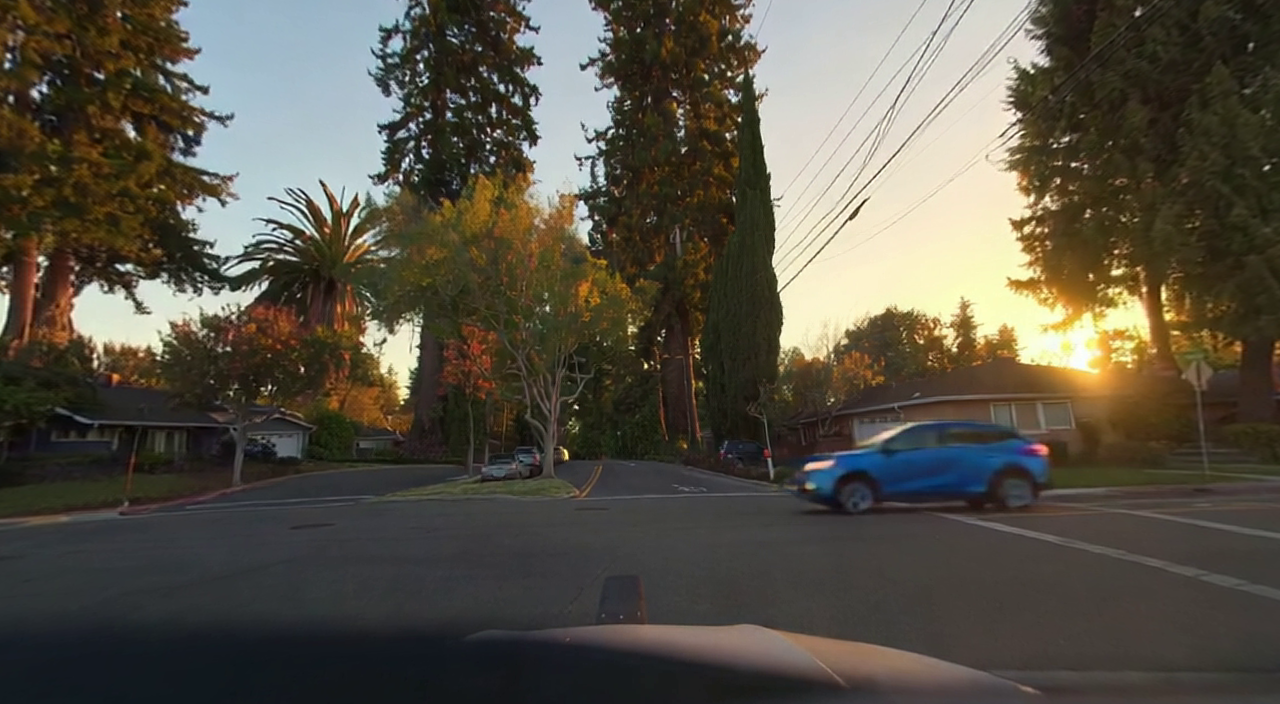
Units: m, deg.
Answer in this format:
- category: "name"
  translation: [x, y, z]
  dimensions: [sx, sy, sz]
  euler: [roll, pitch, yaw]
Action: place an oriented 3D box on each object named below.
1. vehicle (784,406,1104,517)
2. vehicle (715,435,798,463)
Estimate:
- category: "vehicle"
  translation: [5.386, 1.994, 11.773]
  dimensions: [4.809, 1.834, 2.181]
  euler: [0, -8, -2]
- category: "vehicle"
  translation: [7.262, 6.062, 39.646]
  dimensions: [4.784, 1.647, 1.947]
  euler: [0, -8, -5]
